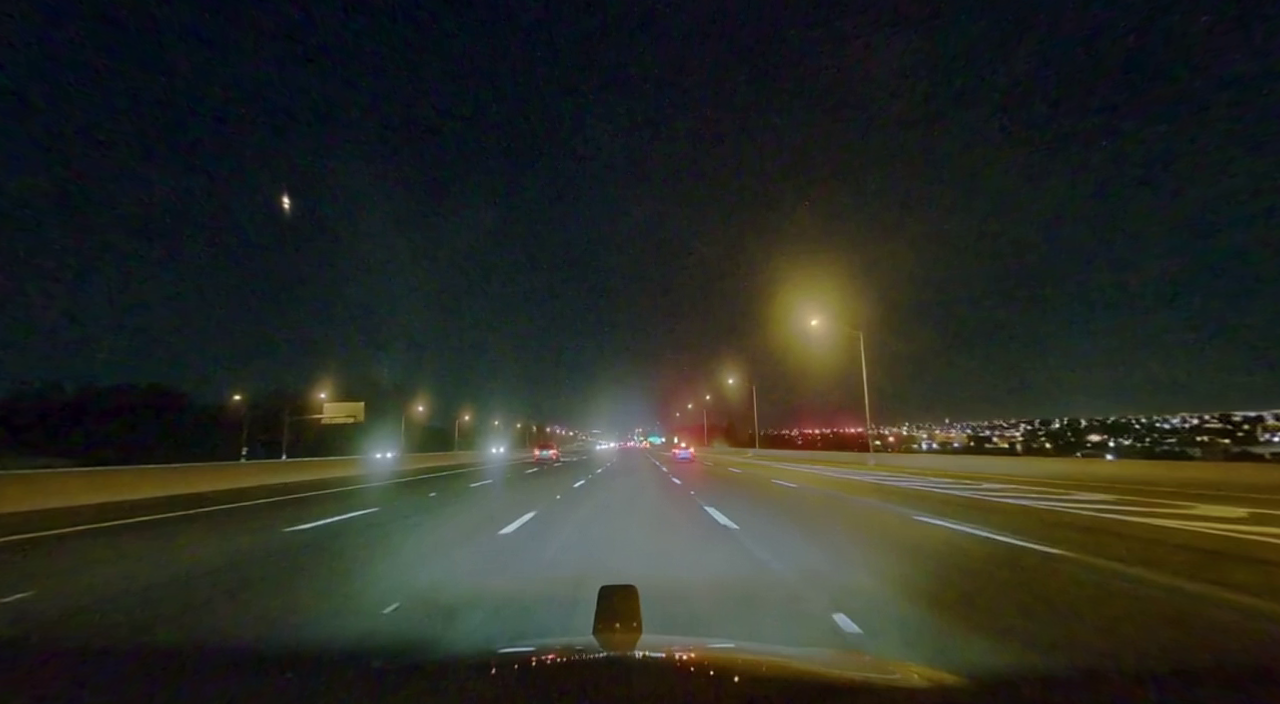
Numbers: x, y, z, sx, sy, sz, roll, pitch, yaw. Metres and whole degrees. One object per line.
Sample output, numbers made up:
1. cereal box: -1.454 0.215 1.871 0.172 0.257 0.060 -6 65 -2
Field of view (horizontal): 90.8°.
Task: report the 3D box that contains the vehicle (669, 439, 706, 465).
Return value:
1. vehicle: 3.436 7.324 46.349 2.166 1.770 4.703 0 -9 -2
